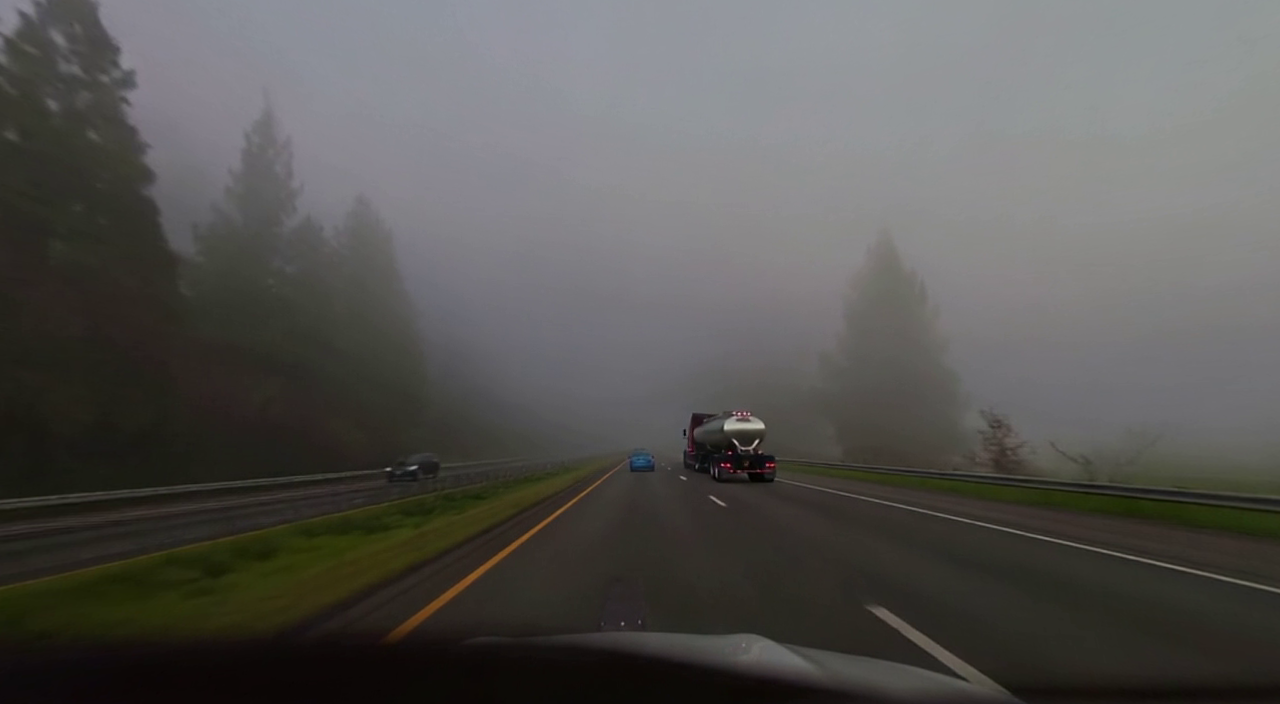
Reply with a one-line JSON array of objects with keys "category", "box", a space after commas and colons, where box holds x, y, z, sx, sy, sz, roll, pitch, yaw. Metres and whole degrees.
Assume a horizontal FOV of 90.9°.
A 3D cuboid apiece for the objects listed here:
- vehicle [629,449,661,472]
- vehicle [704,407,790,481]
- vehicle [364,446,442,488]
[{"category": "vehicle", "box": [0.282, 6.875, 40.072, 1.926, 1.386, 3.615, 0, -9, 0]}, {"category": "vehicle", "box": [4.791, 4.374, 29.796, 2.718, 3.034, 7.395, 0, -9, 0]}, {"category": "vehicle", "box": [-12.096, 5.890, 32.563, 2.050, 1.959, 4.928, 0, -9, 0]}]
